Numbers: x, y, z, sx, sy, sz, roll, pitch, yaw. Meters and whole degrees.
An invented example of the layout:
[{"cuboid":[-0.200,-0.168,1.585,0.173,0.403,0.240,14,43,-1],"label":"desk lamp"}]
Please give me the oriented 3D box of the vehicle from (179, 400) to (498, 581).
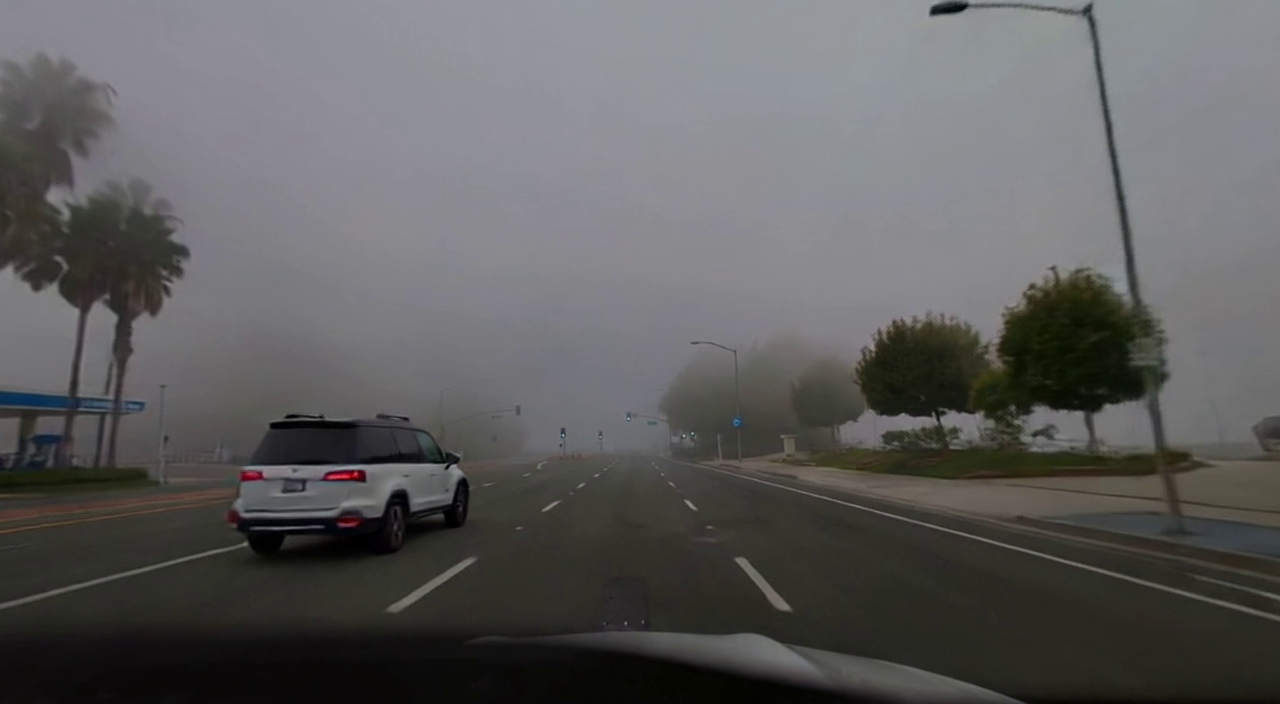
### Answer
[{"cuboid":[-3.456,1.686,8.458,2.011,1.756,4.478,0,-9,0],"label":"vehicle"}]
